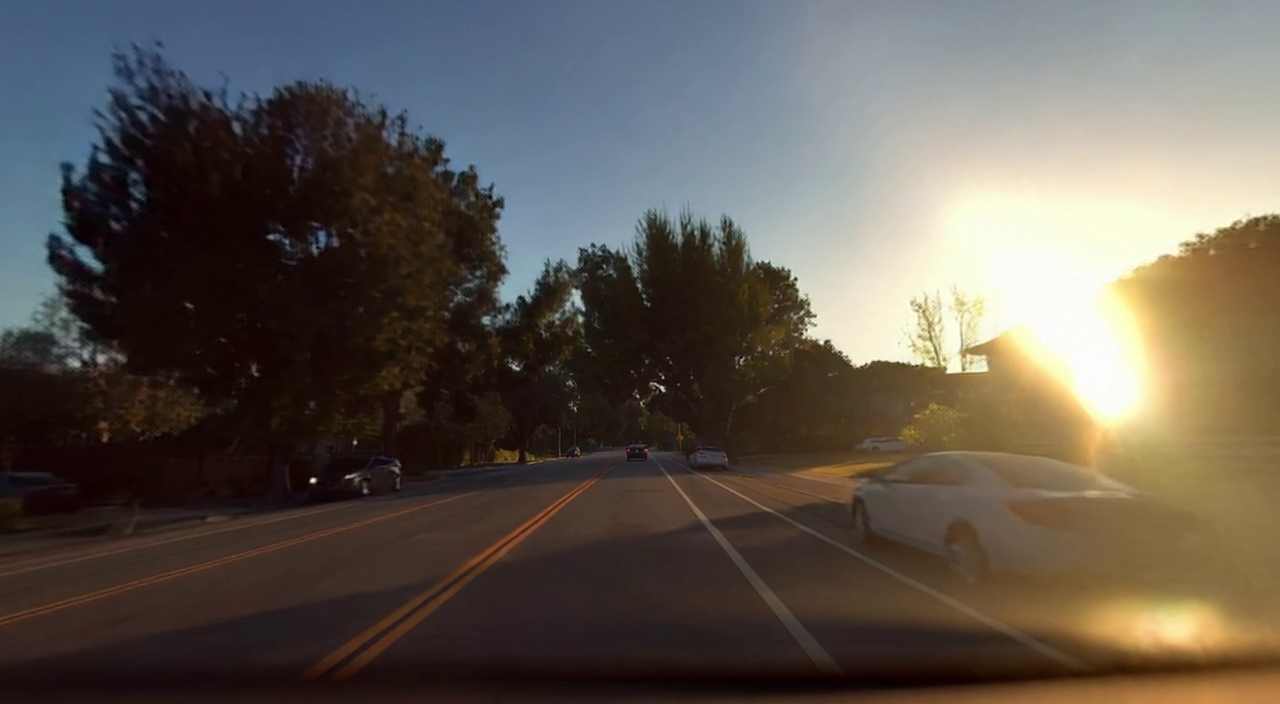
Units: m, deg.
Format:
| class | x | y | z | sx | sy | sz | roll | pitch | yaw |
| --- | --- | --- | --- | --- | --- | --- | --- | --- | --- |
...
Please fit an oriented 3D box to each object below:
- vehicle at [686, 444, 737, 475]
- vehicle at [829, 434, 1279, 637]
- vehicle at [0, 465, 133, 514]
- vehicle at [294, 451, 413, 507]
| class | x | y | z | sx | sy | sz | roll | pitch | yaw |
| --- | --- | --- | --- | --- | --- | --- | --- | --- | --- |
| vehicle | 4.073 | 6.175 | 36.628 | 2.124 | 1.524 | 4.698 | 4 | -9 | -2 |
| vehicle | 3.859 | 1.716 | 7.042 | 2.014 | 1.498 | 4.484 | 1 | -8 | -1 |
| vehicle | -18.616 | 4.194 | 19.431 | 4.326 | 1.355 | 1.812 | 1 | -9 | -4 |
| vehicle | -11.159 | 4.923 | 25.167 | 2.086 | 1.711 | 5.661 | -6 | -8 | 0 |
